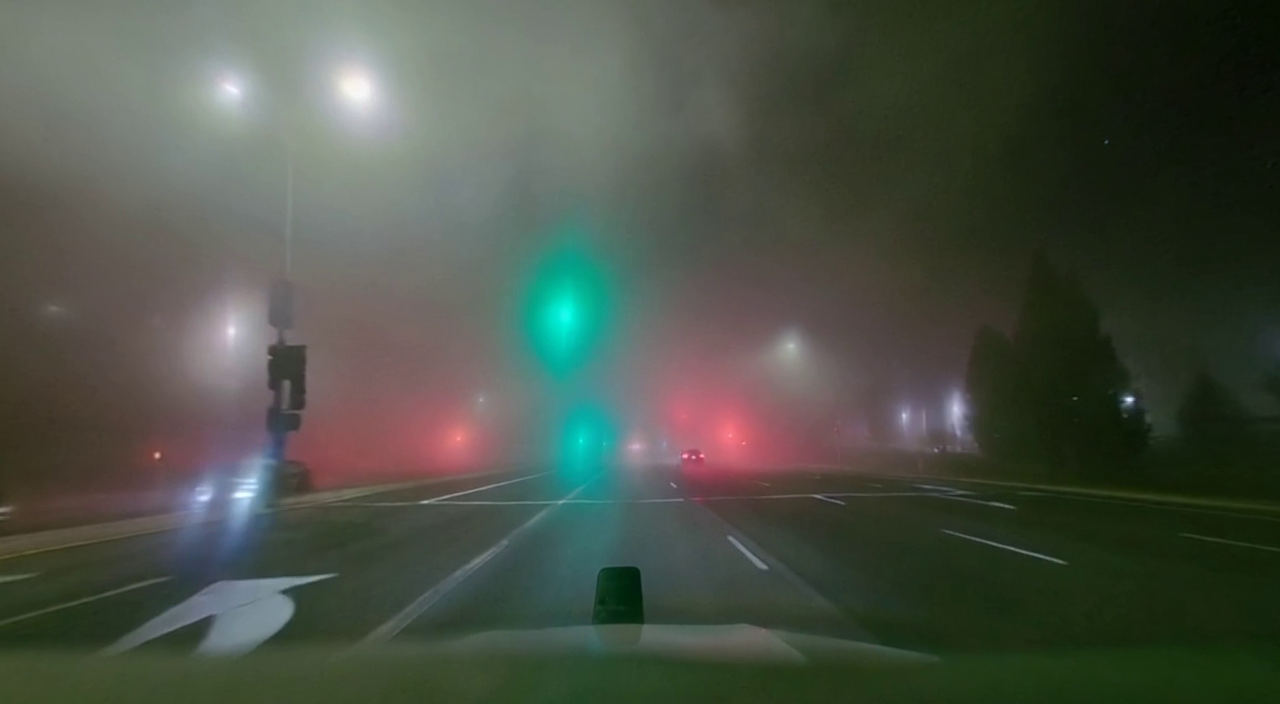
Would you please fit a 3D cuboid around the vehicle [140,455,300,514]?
[{"bbox_3d":[-12.479,3.909,19.187,1.870,1.501,4.364,0,-9,0],"label":"vehicle"}]

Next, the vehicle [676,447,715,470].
[{"bbox_3d":[3.801,7.402,44.043,2.187,1.475,4.529,0,-9,-1],"label":"vehicle"}]
